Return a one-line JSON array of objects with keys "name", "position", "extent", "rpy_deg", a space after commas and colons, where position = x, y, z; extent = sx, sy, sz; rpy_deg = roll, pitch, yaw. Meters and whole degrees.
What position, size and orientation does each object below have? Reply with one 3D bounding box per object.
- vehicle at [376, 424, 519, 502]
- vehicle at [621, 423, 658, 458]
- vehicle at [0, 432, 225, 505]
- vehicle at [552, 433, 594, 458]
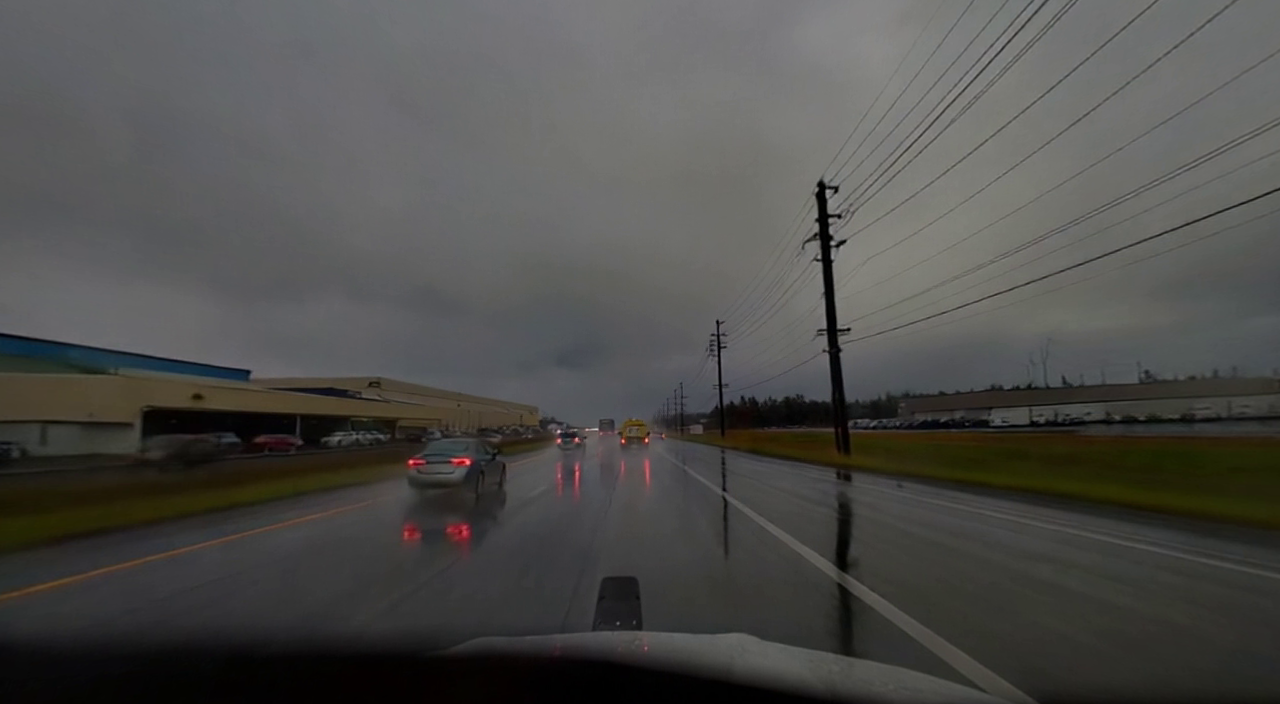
[{"name": "vehicle", "position": [-4.299, 2.528, 14.818], "extent": [2.058, 1.557, 4.125], "rpy_deg": [0, -8, 0]}, {"name": "vehicle", "position": [-0.078, 5.543, 39.522], "extent": [2.213, 1.997, 4.456], "rpy_deg": [0, -8, -1]}, {"name": "vehicle", "position": [-13.058, 2.853, 15.998], "extent": [1.915, 1.557, 4.512], "rpy_deg": [0, -8, 0]}, {"name": "vehicle", "position": [-4.079, 5.777, 39.029], "extent": [2.087, 1.464, 4.853], "rpy_deg": [0, -8, 0]}]
